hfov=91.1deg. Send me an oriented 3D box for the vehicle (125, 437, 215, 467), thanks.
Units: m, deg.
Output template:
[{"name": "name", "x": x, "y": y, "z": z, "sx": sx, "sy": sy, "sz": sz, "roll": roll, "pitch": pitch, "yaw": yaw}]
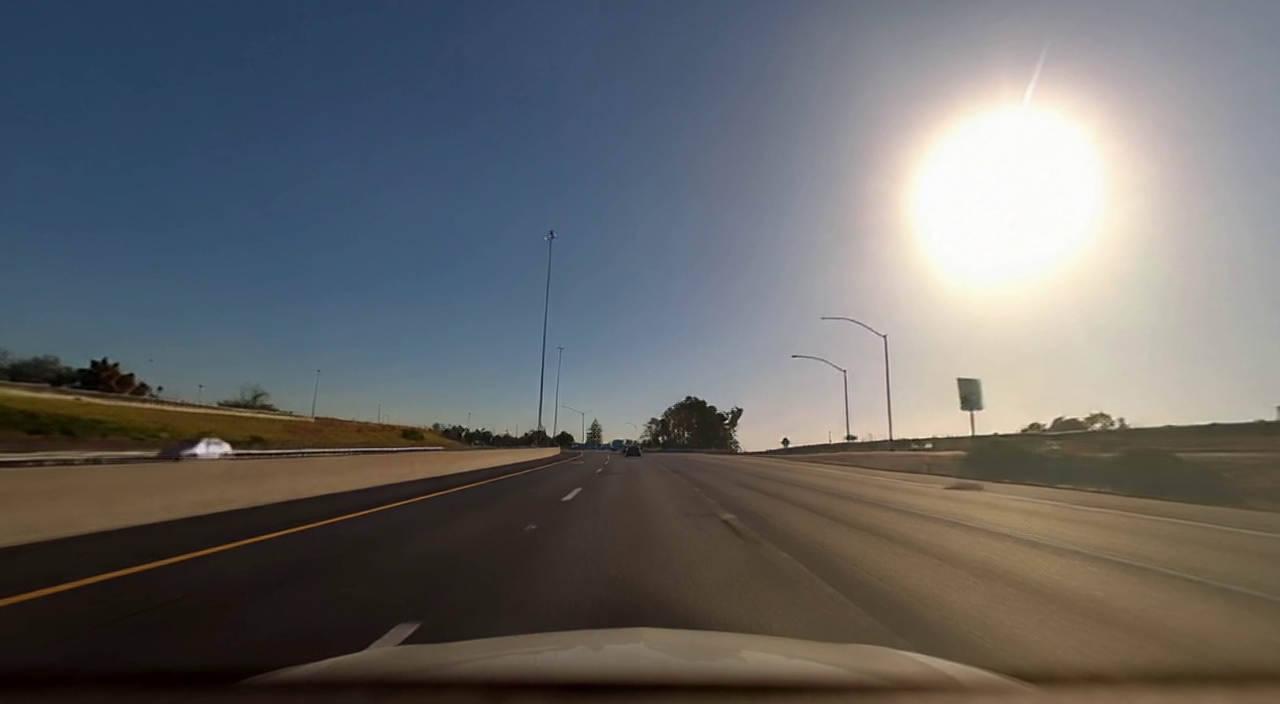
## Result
[{"name": "vehicle", "x": -29.344, "y": 6.253, "z": 39.420, "sx": 1.985, "sy": 1.683, "sz": 4.834, "roll": 0, "pitch": -8, "yaw": -1}]
